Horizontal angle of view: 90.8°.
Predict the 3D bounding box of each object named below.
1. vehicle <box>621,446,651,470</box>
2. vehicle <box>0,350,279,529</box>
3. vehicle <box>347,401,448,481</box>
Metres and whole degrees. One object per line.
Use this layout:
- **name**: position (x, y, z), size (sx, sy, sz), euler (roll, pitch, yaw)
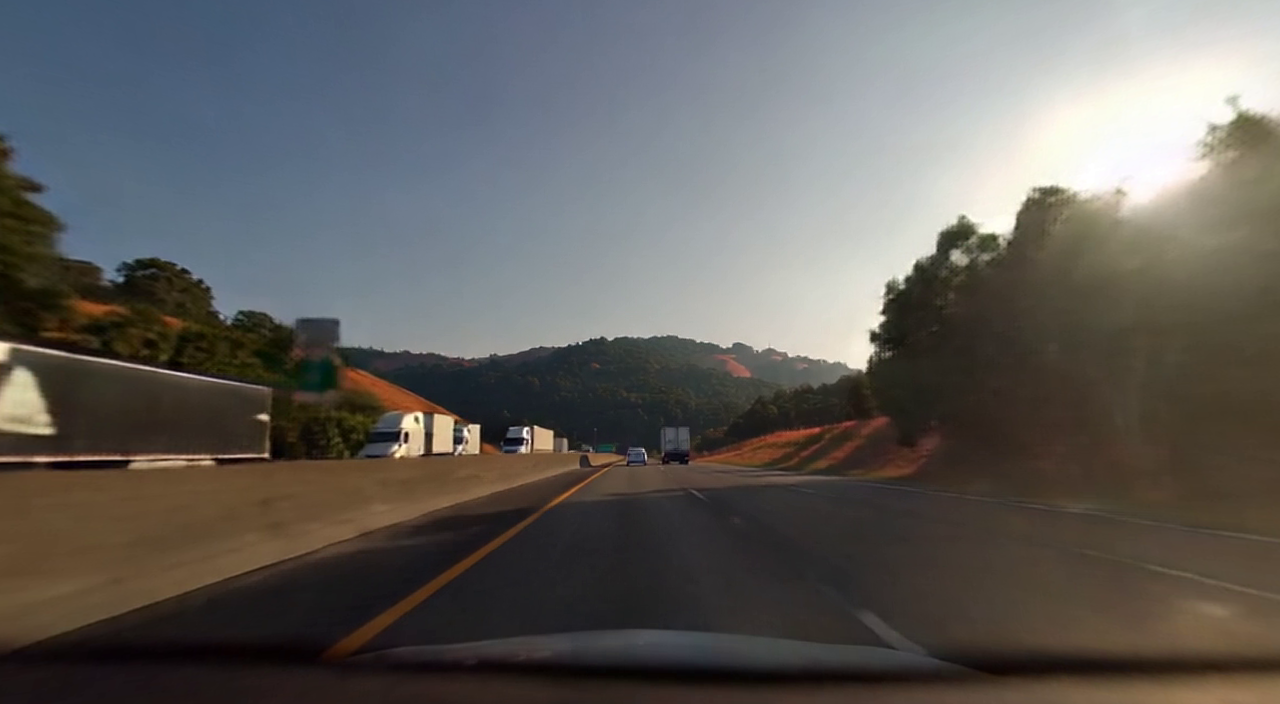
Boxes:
- **vehicle**: position (-0.301, 7.987, 47.796), size (2.137, 1.689, 4.051), euler (0, -9, -1)
- **vehicle**: position (-13.138, 2.328, 16.684), size (2.668, 3.649, 7.436), euler (0, -9, 0)
- **vehicle**: position (-12.750, 4.811, 33.835), size (2.948, 3.877, 6.066), euler (0, -9, -1)
